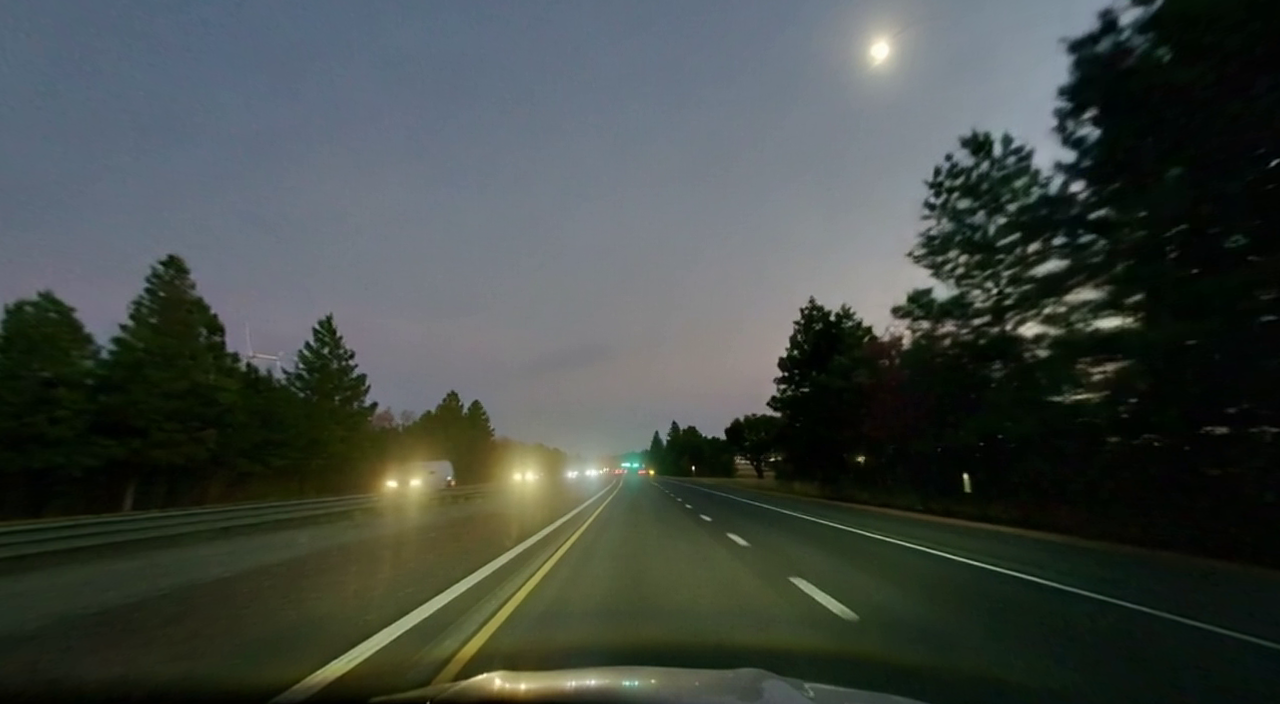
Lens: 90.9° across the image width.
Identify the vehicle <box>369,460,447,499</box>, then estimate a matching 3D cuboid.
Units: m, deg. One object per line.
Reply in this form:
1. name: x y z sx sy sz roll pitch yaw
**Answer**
1. vehicle: -13.387 7.401 36.821 2.348 2.065 5.795 1 -11 0
